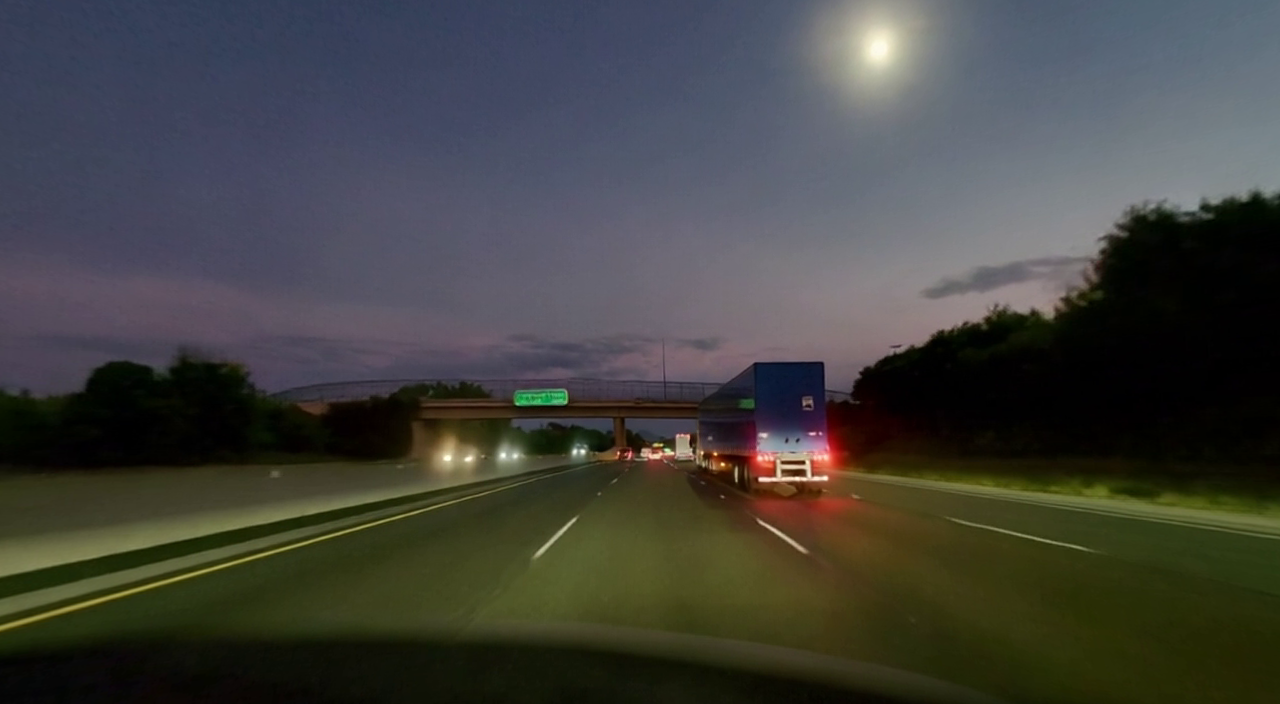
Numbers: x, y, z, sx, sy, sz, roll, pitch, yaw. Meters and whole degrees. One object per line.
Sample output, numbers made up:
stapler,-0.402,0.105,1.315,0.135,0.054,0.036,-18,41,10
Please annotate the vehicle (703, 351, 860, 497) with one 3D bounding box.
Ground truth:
vehicle,4.638,3.084,24.687,2.825,4.054,14.210,0,-9,0

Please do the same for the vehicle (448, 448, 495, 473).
vehicle,-10.188,6.590,38.398,1.747,1.413,3.680,0,-9,1
